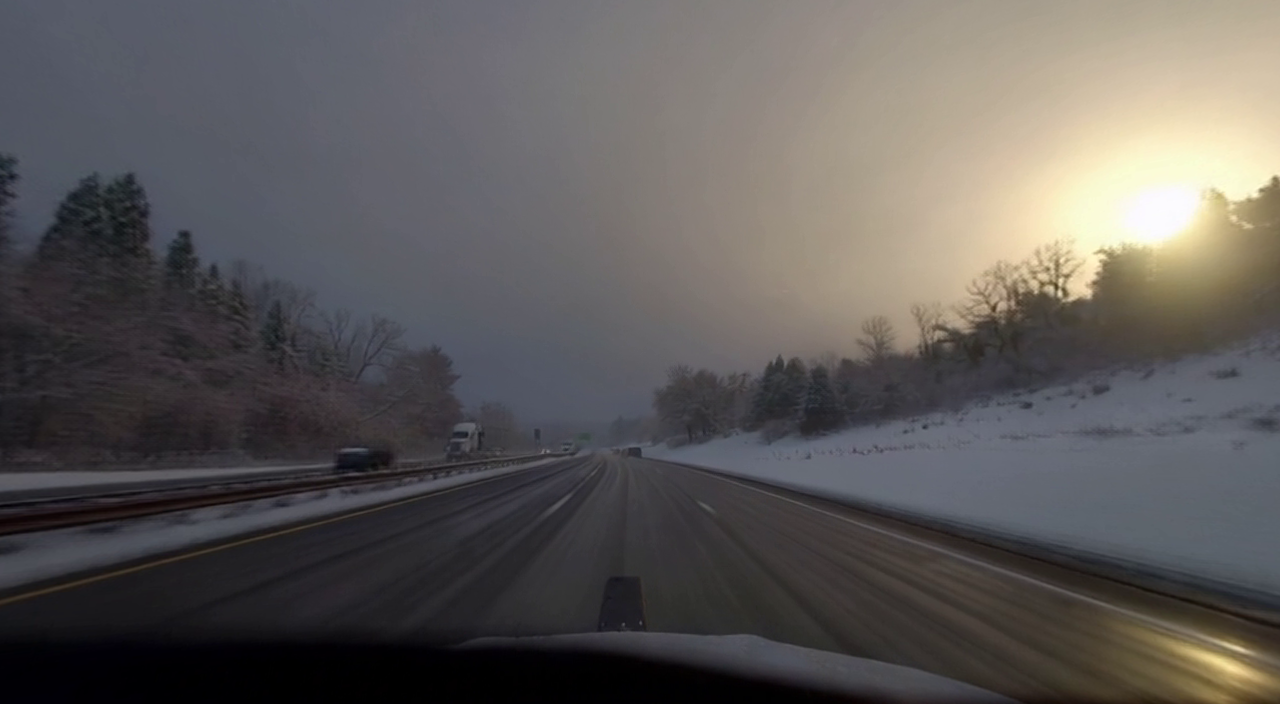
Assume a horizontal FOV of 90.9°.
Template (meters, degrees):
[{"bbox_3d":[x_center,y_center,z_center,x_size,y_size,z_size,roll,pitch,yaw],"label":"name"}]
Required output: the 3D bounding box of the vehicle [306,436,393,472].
[{"bbox_3d":[-12.565,4.464,27.570,1.936,1.433,4.003,0,-9,-1],"label":"vehicle"}]
